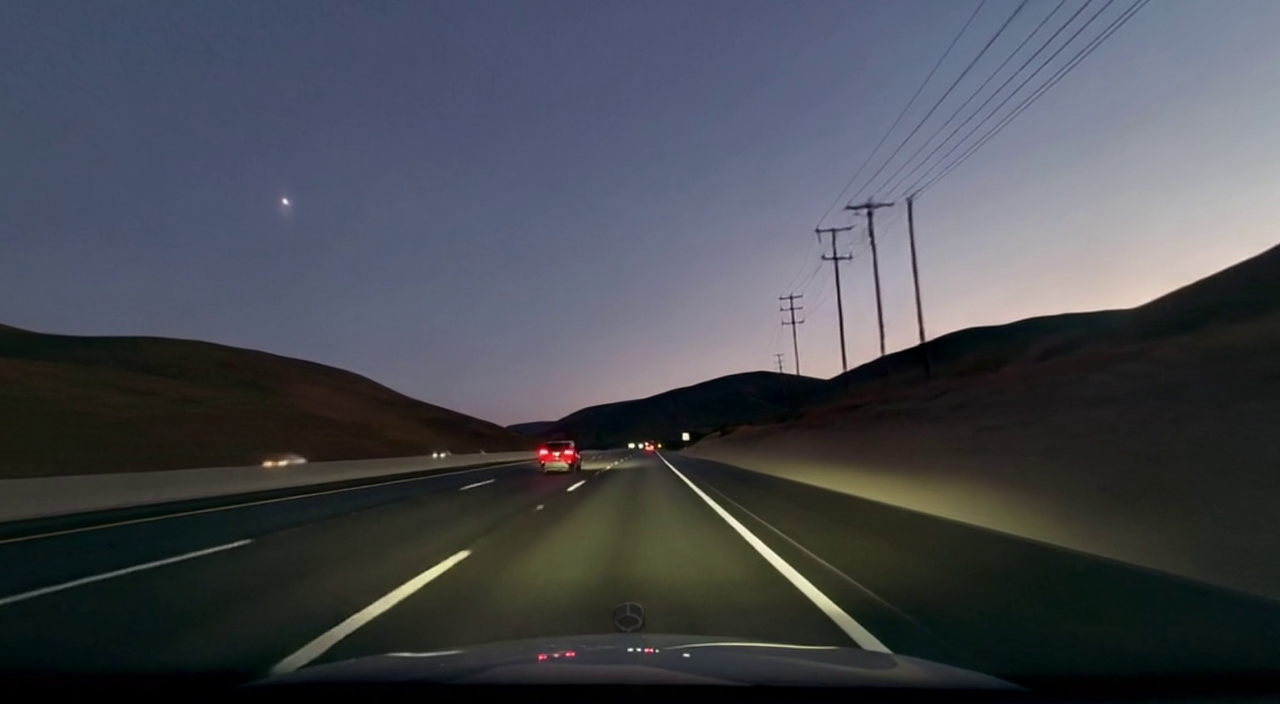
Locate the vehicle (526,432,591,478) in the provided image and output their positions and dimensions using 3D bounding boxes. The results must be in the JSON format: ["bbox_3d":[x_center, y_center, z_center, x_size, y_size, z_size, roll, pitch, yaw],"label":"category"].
[{"bbox_3d":[-3.484,4.483,27.768,2.136,1.845,4.515,0,-8,2],"label":"vehicle"}]
